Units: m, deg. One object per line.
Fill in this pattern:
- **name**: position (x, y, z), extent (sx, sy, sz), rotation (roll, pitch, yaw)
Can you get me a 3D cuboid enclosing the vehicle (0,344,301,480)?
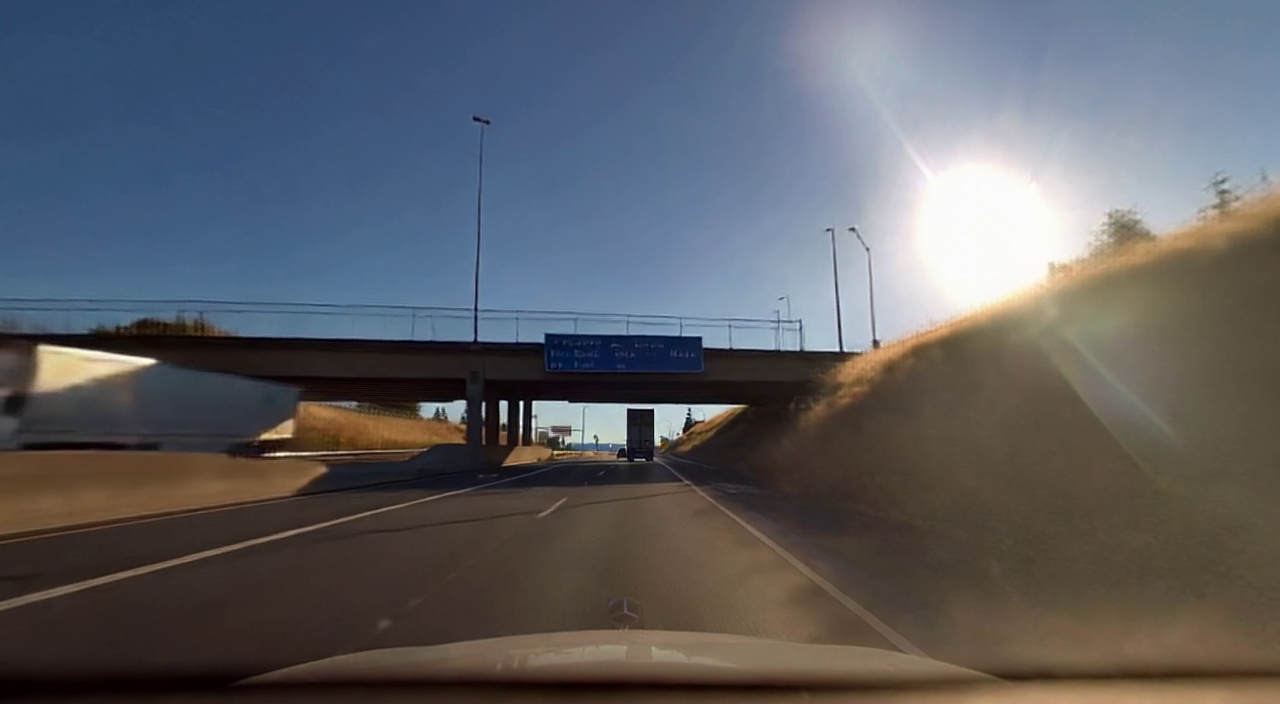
- **vehicle**: position (-18.958, 2.802, 25.132), extent (2.997, 3.896, 14.226), rotation (0, -9, 0)
